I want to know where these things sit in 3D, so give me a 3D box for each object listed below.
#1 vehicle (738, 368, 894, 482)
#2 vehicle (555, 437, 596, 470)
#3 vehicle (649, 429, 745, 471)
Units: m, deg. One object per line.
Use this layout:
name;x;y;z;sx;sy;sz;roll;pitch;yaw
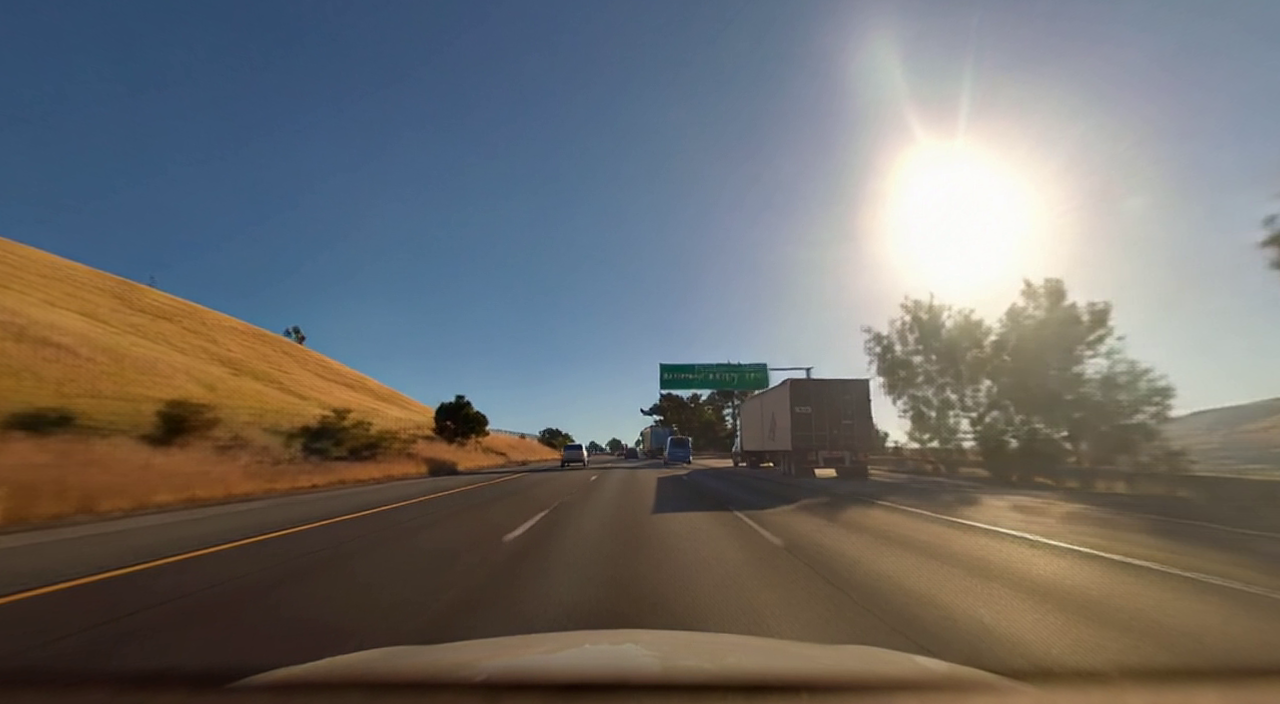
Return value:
vehicle;7.748;3.897;31.457;2.935;4.187;16.357;0;-9;-1
vehicle;-4.205;6.707;41.871;2.193;1.977;4.759;0;-9;0
vehicle;3.084;5.492;35.468;5.075;2.277;2.365;0;-9;-3
